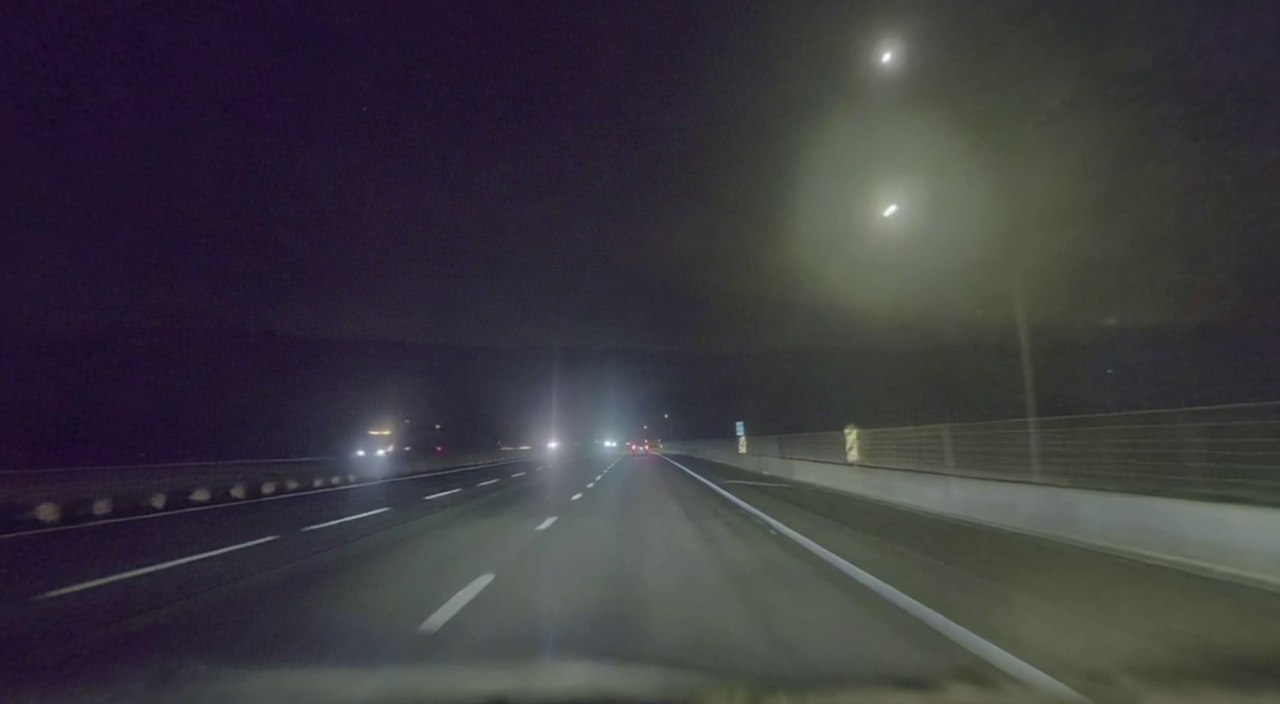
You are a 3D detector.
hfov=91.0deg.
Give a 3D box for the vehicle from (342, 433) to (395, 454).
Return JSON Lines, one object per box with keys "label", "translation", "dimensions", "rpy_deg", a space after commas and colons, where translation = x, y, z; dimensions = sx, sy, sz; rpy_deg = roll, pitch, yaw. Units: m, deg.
{"label": "vehicle", "translation": [-21.156, 7.146, 49.271], "dimensions": [1.994, 1.536, 4.786], "rpy_deg": [0, -8, 0]}
